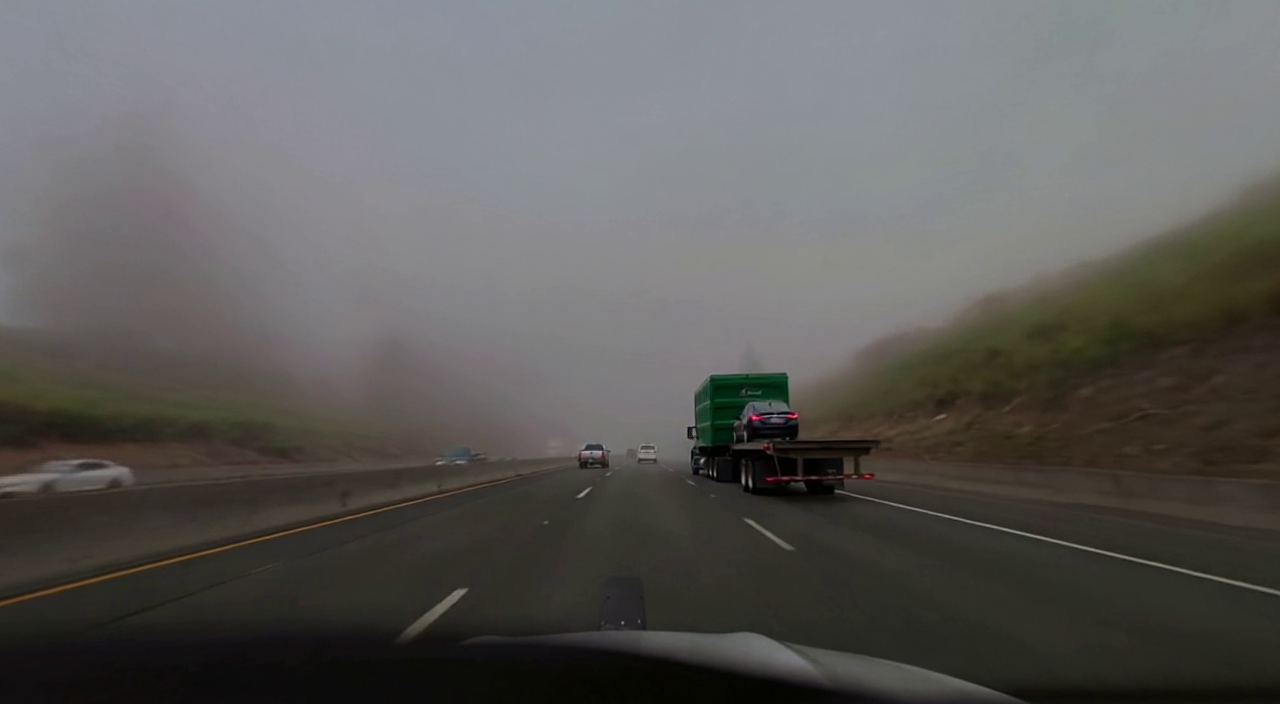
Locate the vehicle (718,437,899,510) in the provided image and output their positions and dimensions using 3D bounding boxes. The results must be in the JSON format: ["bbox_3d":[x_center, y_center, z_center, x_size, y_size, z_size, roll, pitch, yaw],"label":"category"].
[{"bbox_3d":[4.246,3.383,18.477,2.654,1.574,9.537,0,-9,0],"label":"vehicle"}]

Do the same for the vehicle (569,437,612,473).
[{"bbox_3d":[-2.930,6.253,38.352,2.142,2.044,4.446,0,-9,2],"label":"vehicle"}]

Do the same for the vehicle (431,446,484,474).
[{"bbox_3d":[-10.784,6.422,37.561,1.891,1.528,4.142,0,-9,1],"label":"vehicle"}]

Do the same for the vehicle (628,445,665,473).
[{"bbox_3d":[0.383,6.241,36.892,2.086,1.497,3.681,0,-9,1],"label":"vehicle"}]

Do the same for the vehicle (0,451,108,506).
[{"bbox_3d":[-18.569,3.731,18.928,1.962,1.488,3.587,0,-9,0],"label":"vehicle"}]

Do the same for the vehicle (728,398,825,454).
[{"bbox_3d":[4.099,2.395,19.743,1.968,1.547,4.215,0,-9,-2],"label":"vehicle"}]
